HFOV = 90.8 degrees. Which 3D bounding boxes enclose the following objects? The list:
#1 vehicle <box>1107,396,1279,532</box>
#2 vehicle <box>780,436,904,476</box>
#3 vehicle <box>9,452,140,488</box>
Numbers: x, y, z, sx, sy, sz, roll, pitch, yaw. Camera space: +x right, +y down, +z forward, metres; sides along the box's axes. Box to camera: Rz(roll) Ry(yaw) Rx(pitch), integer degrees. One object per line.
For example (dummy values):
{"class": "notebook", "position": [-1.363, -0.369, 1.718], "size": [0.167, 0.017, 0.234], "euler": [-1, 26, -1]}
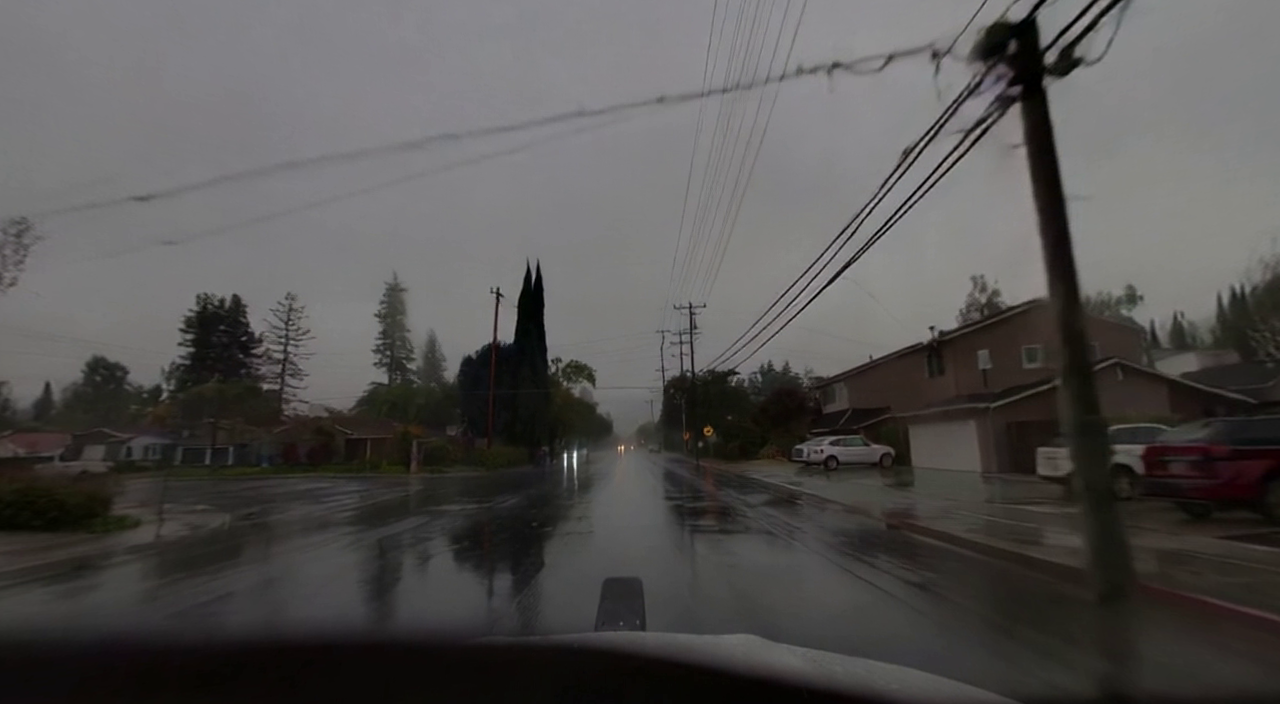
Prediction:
{"class": "vehicle", "position": [10.210, 1.569, 9.419], "size": [4.686, 1.786, 2.019], "euler": [-3, -8, 5]}
{"class": "vehicle", "position": [9.076, 4.723, 28.769], "size": [4.846, 1.577, 2.146], "euler": [-2, -8, 0]}
{"class": "vehicle", "position": [-27.071, 5.647, 30.352], "size": [4.360, 1.582, 1.920], "euler": [0, -8, -2]}
